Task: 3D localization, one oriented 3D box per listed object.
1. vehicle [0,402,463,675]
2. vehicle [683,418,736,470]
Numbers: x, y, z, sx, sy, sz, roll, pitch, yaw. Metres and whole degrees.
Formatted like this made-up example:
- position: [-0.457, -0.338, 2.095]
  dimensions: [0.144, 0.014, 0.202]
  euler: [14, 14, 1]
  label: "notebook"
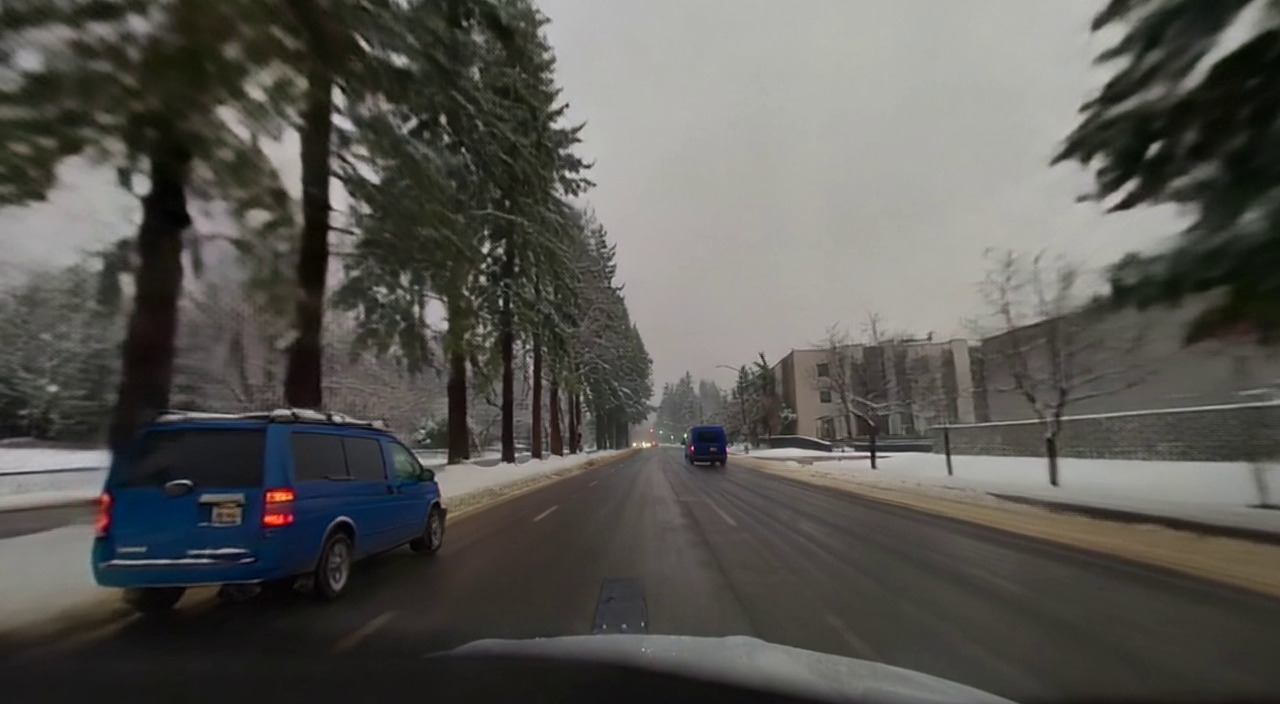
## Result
- position: [-3.490, 1.446, 6.090]
  dimensions: [2.129, 1.602, 4.532]
  euler: [0, -8, 2]
  label: "vehicle"
- position: [3.820, 5.232, 35.687]
  dimensions: [2.349, 2.671, 5.744]
  euler: [0, -8, 0]
  label: "vehicle"
